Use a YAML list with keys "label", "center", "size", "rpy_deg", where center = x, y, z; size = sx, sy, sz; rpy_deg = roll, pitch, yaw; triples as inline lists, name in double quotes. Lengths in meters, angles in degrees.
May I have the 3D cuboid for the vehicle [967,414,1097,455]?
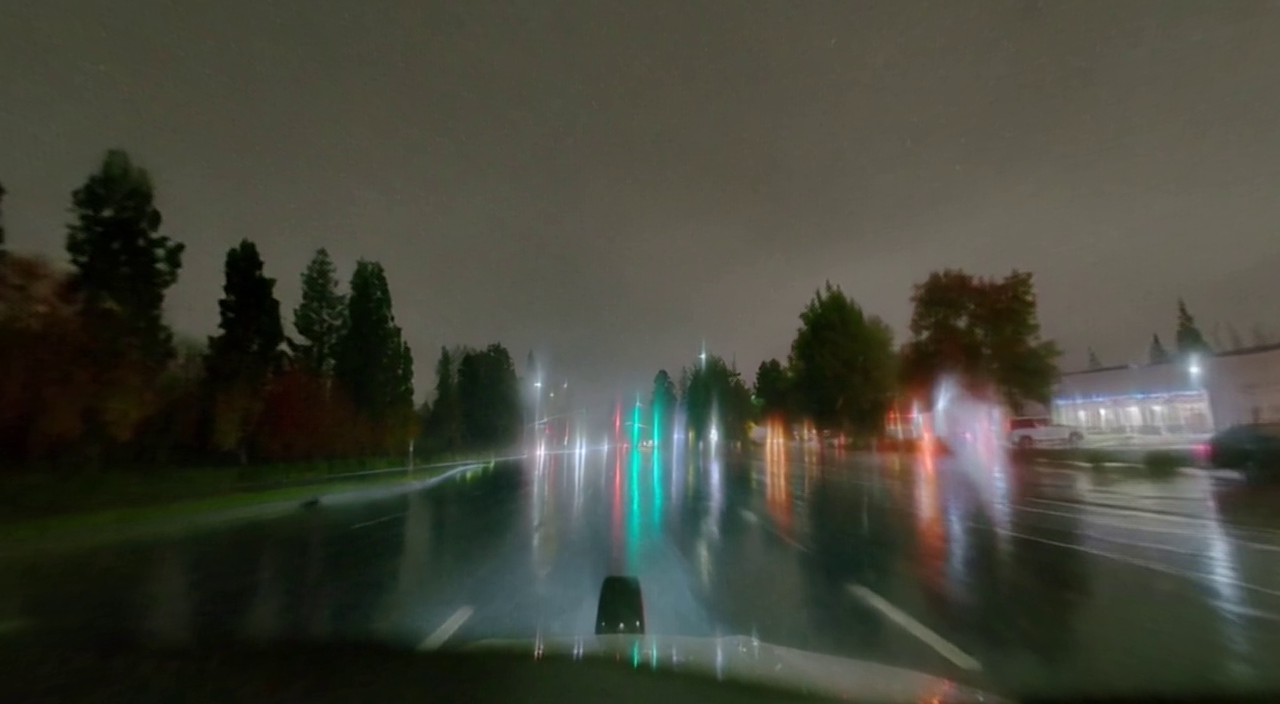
- label: "vehicle"
  center: [26.642, 5.665, 43.186]
  size: [7.147, 2.712, 2.343]
  rpy_deg: [0, -8, 1]
